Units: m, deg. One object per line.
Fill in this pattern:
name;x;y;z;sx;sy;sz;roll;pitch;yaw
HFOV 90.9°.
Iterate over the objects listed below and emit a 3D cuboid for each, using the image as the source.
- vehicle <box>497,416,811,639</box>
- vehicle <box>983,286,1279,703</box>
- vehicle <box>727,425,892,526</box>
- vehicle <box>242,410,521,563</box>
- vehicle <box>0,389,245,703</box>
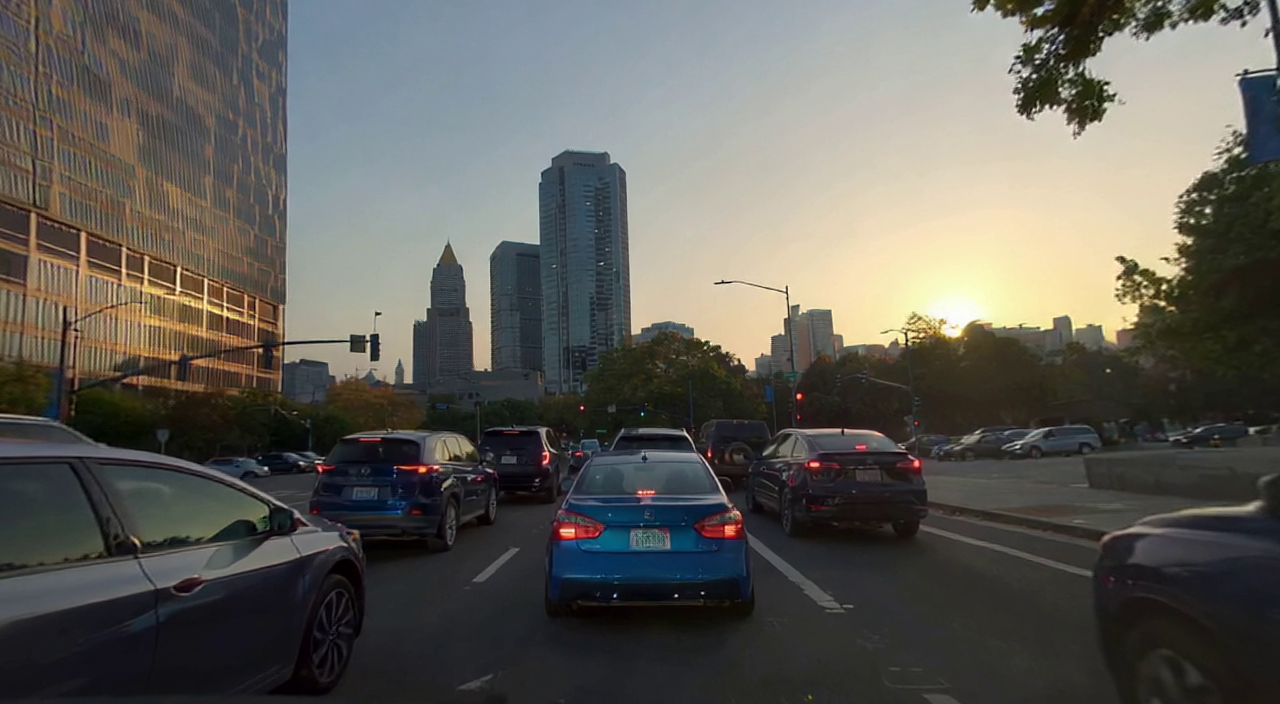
vehicle;0.089;1.506;6.377;2.147;1.507;3.953;0;-8;0
vehicle;3.060;0.605;1.410;2.108;1.785;4.334;0;-9;0
vehicle;3.156;2.405;12.802;2.110;1.661;4.295;0;-8;0
vehicle;-3.372;1.868;9.494;2.168;1.719;4.561;-1;-9;1
vehicle;-3.388;0.748;1.234;2.144;1.505;4.635;-1;-9;1
